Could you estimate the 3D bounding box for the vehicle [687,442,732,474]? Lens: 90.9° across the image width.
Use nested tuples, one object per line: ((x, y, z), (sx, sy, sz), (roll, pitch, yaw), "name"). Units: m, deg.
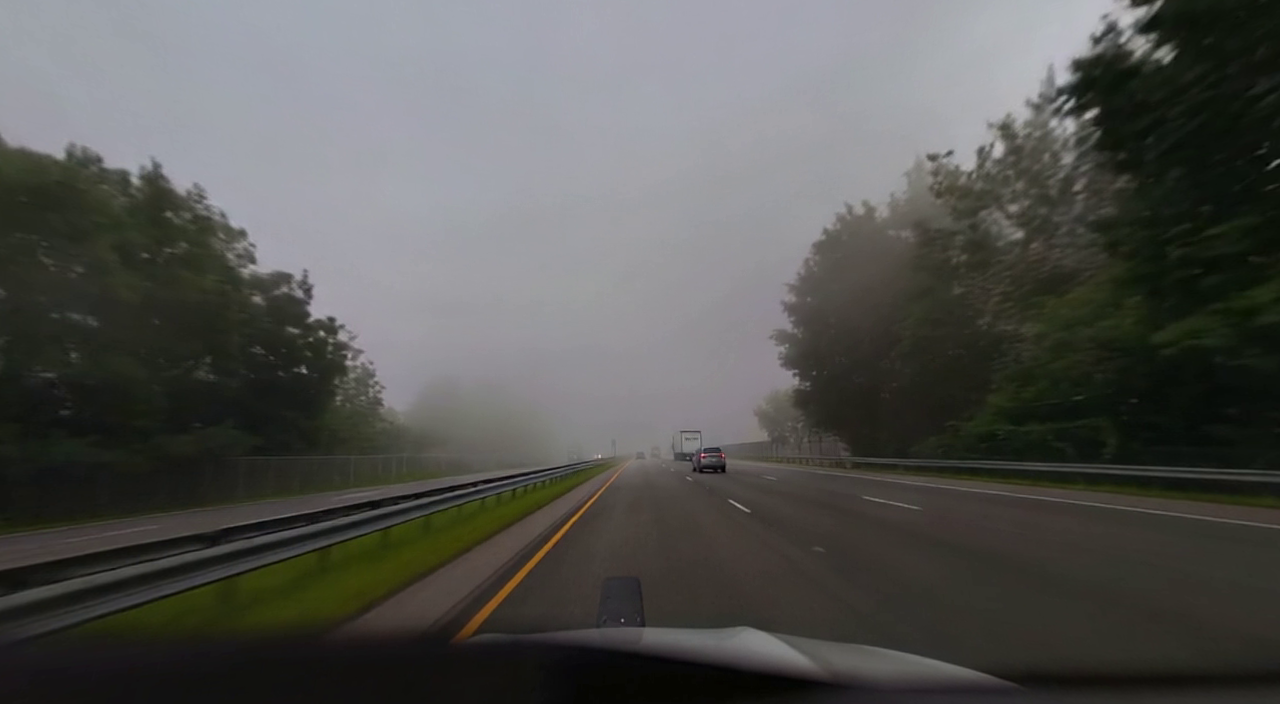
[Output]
((3.990, 6.222, 36.999), (2.093, 1.742, 4.167), (0, -9, -1), "vehicle")
